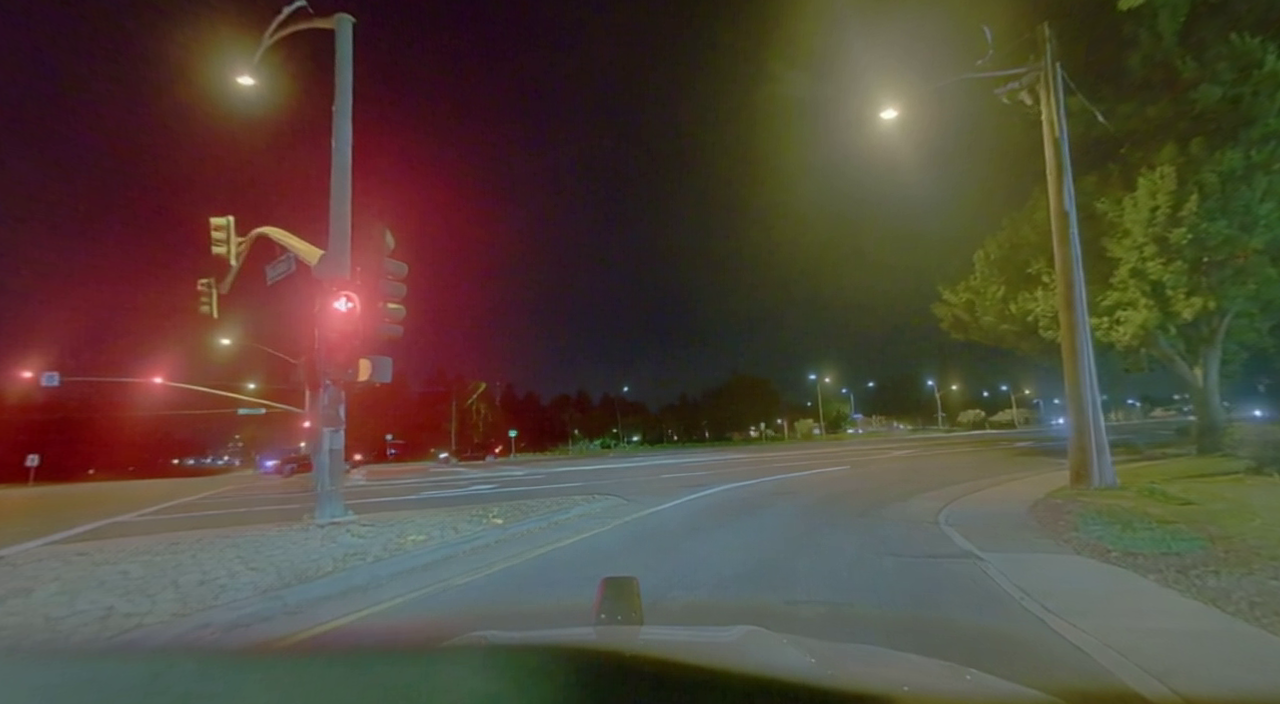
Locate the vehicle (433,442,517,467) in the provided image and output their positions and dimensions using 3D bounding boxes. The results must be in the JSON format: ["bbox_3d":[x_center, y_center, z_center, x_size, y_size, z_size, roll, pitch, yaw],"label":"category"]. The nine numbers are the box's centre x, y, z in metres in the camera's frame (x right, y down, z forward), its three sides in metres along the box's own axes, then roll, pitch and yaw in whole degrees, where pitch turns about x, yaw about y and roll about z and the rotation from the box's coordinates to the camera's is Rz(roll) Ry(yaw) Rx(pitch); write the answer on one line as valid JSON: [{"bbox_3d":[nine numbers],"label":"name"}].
[{"bbox_3d":[-9.919,6.173,38.045,4.527,1.444,1.811,7,-11,-40],"label":"vehicle"}]

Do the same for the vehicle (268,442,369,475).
[{"bbox_3d":[-18.602,6.152,36.560,4.782,1.776,2.118,7,-11,-39],"label":"vehicle"}]
